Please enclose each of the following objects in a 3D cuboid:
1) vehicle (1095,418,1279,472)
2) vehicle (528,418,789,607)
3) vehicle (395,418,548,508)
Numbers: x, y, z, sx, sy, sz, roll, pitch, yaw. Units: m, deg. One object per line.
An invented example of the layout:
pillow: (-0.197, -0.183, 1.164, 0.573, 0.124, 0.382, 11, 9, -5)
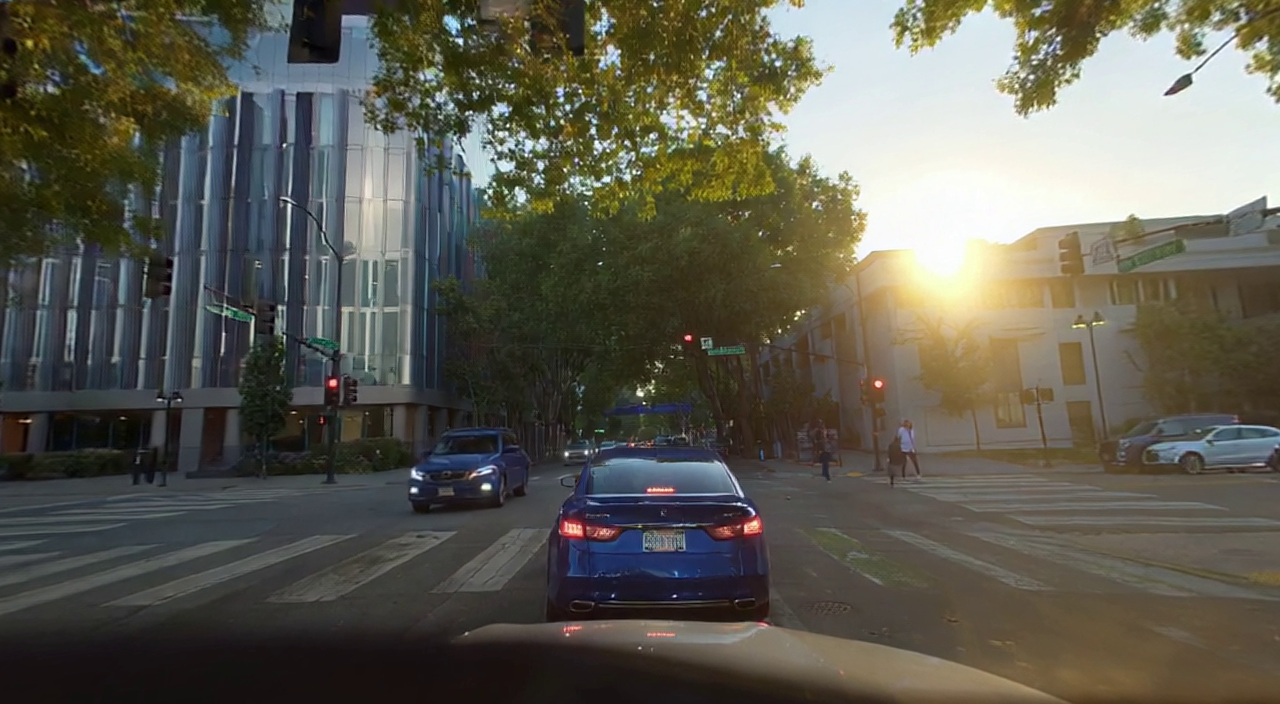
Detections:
vehicle: (19.137, 3.265, 22.212, 4.675, 1.772, 1.945, 0, -8, -1)
vehicle: (-0.140, 1.647, 7.478, 1.893, 1.532, 4.145, 2, -9, -16)
vehicle: (-4.054, 2.819, 16.451, 2.317, 1.924, 5.518, 0, -8, 2)
